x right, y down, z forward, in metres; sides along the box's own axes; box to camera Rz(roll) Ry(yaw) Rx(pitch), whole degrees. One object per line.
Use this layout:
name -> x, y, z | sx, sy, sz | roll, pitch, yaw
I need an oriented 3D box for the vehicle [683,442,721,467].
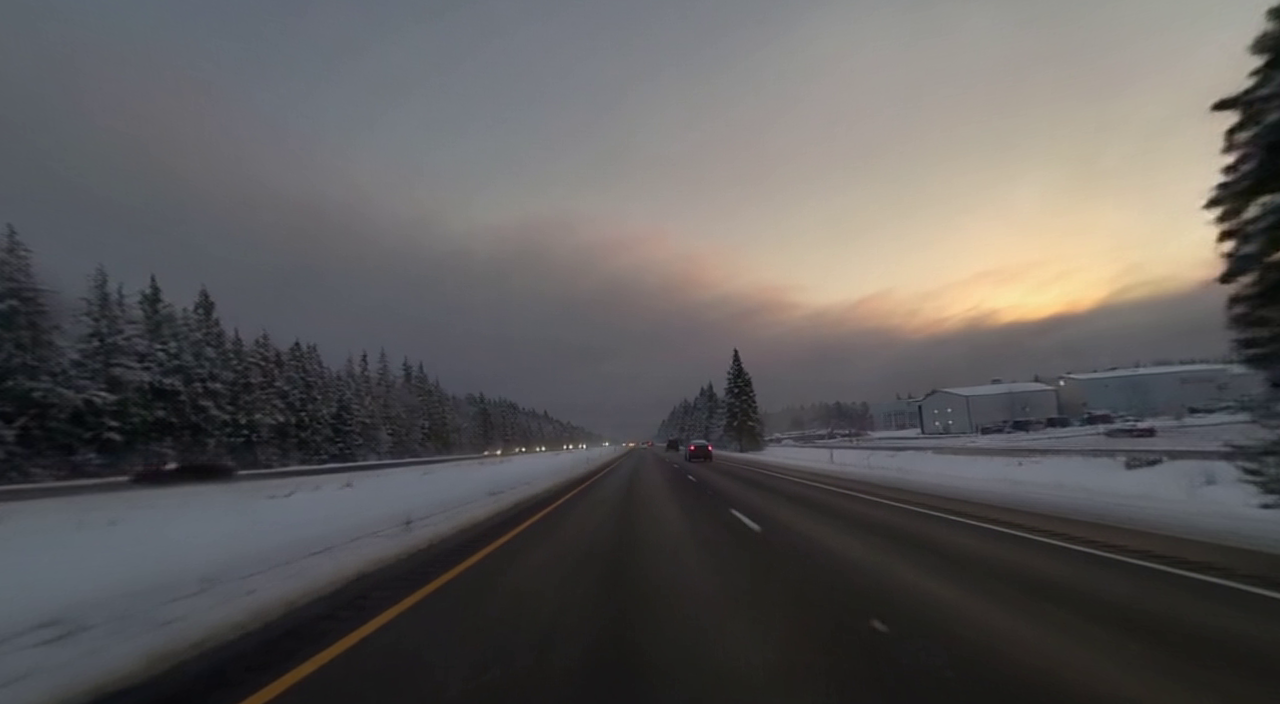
vehicle -> 4.002, 6.645, 41.232 | 2.062, 1.518, 4.026 | 0, -8, -1
